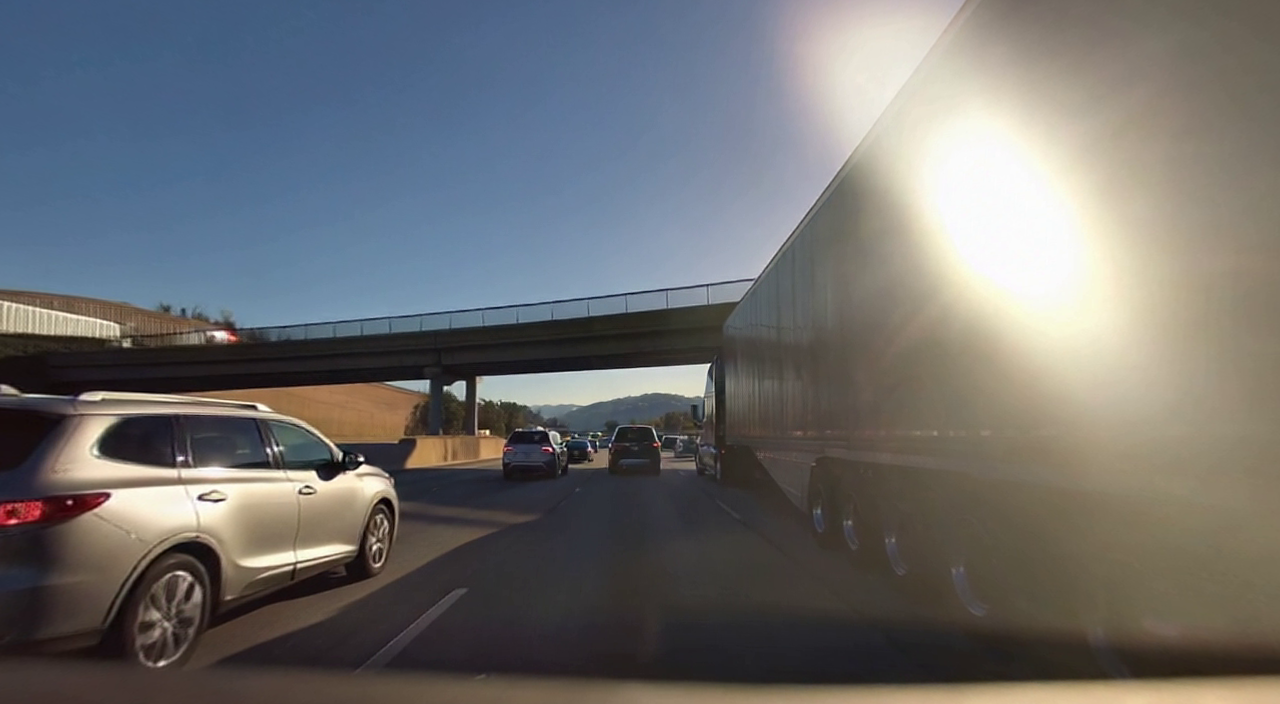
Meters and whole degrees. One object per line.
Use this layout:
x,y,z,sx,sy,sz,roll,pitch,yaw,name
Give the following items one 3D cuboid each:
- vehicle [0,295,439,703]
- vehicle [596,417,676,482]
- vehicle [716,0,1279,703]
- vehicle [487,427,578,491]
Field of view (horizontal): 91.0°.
-3.266,1.035,4.236,2.193,1.803,4.958,0,-8,0,vehicle
-0.167,3.767,24.476,2.704,2.216,5.804,0,-8,0,vehicle
3.552,0.417,8.334,2.852,4.121,16.210,0,-8,-1,vehicle
-3.350,3.453,20.651,2.120,1.812,4.659,0,-8,1,vehicle
